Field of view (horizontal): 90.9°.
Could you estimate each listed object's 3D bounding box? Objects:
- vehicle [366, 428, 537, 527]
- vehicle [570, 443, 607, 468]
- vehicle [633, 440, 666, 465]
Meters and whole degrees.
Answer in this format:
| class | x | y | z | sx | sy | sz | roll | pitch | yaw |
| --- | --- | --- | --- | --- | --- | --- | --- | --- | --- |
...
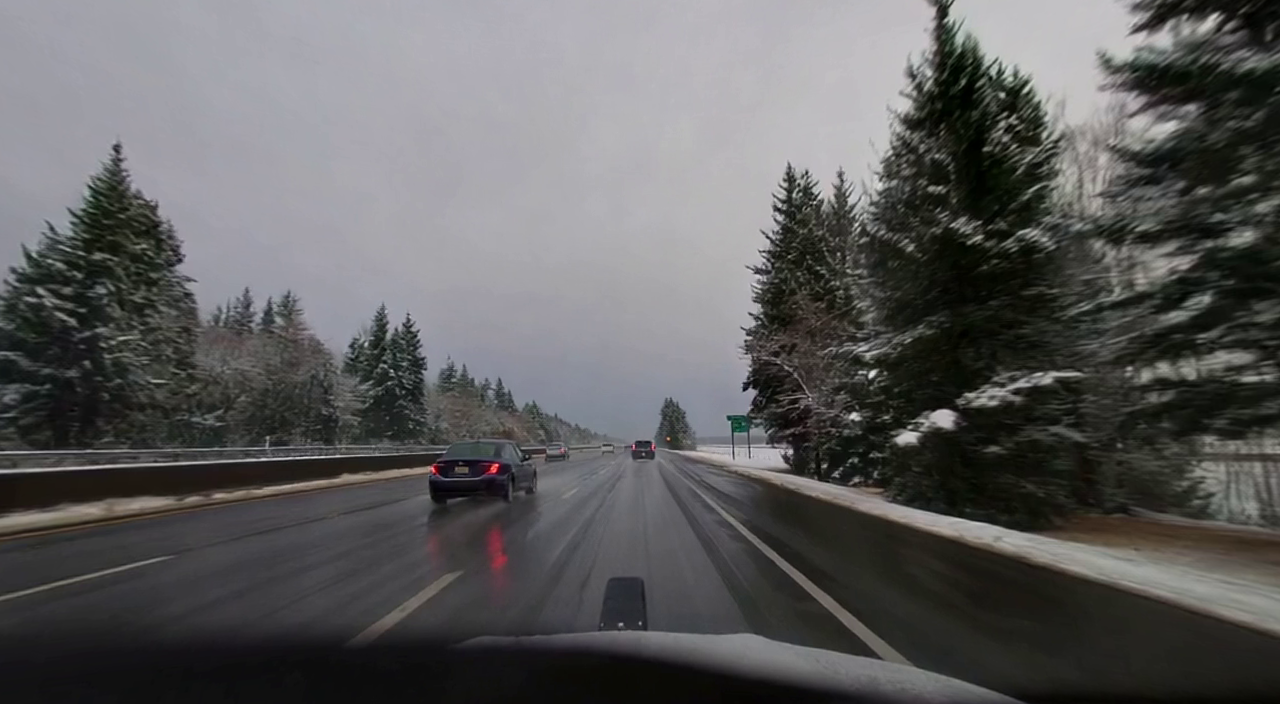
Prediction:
| class | x | y | z | sx | sy | sz | roll | pitch | yaw |
| --- | --- | --- | --- | --- | --- | --- | --- | --- | --- |
| vehicle | -3.511 | 2.426 | 12.811 | 2.028 | 1.634 | 4.441 | 0 | -8 | 1 |
| vehicle | -3.321 | 6.777 | 41.428 | 2.066 | 1.497 | 4.253 | 0 | -8 | 0 |
| vehicle | 0.632 | 7.159 | 45.089 | 2.259 | 1.697 | 4.106 | 0 | -8 | -1 |
